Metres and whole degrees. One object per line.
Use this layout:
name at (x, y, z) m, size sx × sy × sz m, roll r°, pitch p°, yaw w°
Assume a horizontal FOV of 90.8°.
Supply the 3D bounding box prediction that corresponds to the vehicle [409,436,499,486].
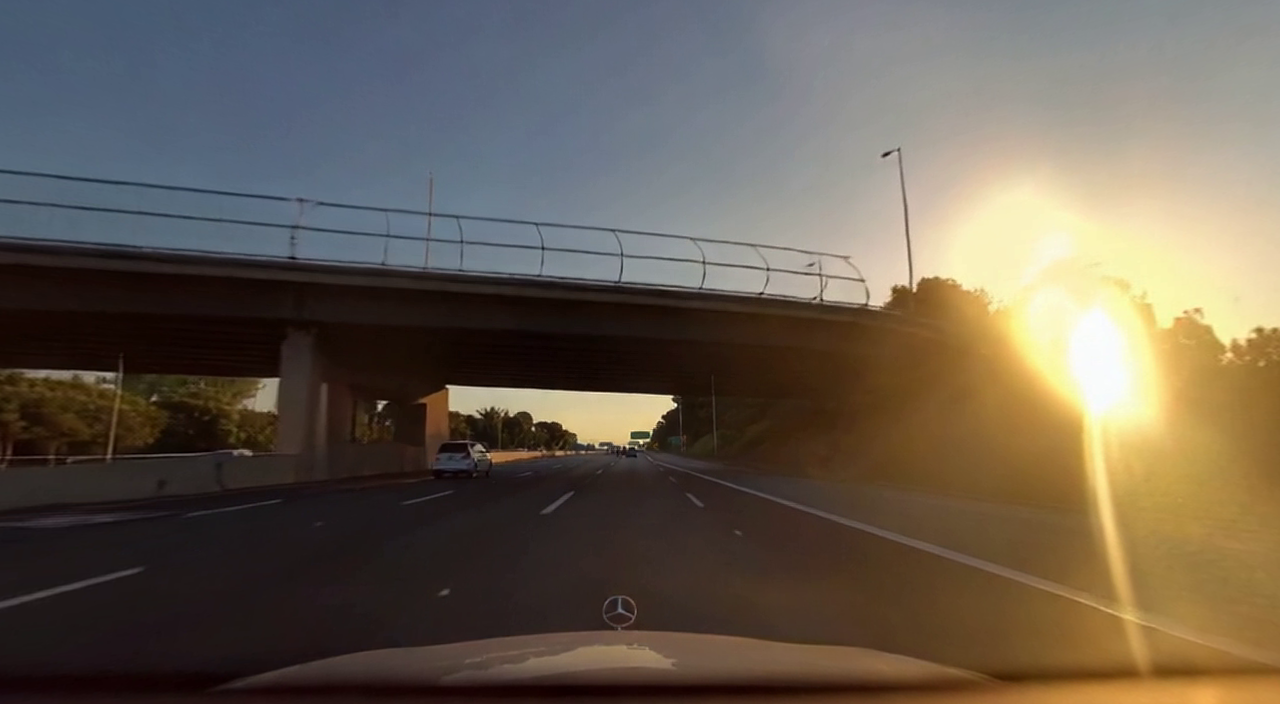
vehicle at (-7.416, 4.402, 25.818) m, size 2.231 × 1.807 × 4.758 m, roll 0°, pitch -9°, yaw 0°
